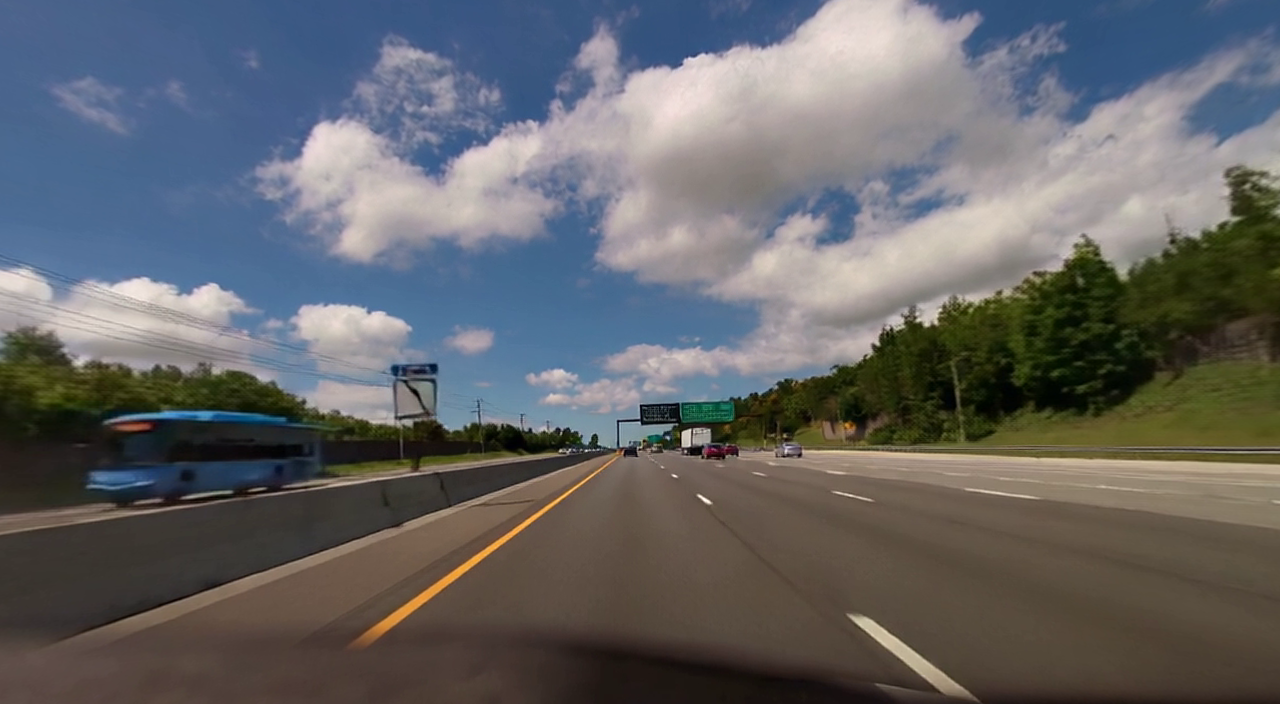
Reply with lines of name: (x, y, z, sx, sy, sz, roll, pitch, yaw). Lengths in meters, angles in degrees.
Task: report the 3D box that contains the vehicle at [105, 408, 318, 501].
vehicle: (-22.612, 5.567, 34.823, 2.942, 4.157, 12.633, 0, -9, -1)
